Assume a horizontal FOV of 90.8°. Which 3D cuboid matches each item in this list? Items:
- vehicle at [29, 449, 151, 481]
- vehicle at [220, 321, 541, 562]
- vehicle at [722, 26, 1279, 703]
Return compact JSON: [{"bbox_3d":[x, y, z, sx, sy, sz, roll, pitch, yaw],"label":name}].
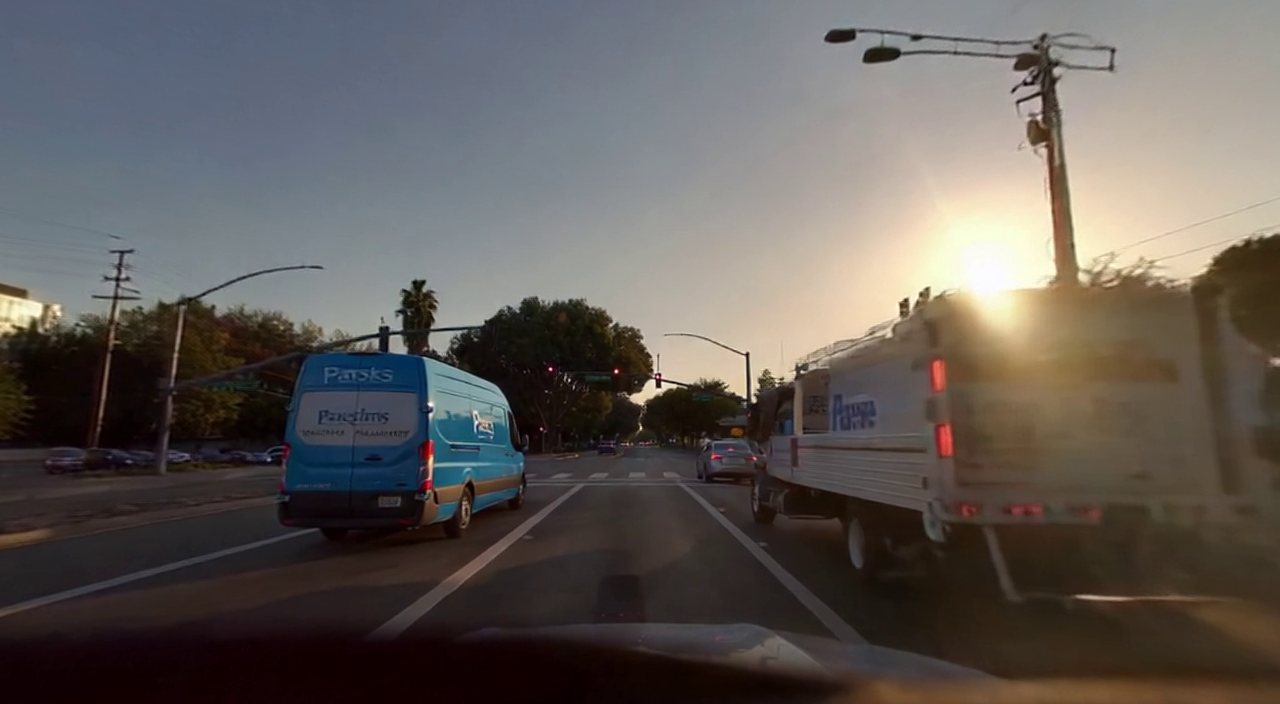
[{"bbox_3d":[-30.945,6.334,35.746,4.811,1.675,1.875,5,-10,-30],"label":"vehicle"},{"bbox_3d":[-3.493,1.514,10.603,2.443,2.784,6.493,0,-9,1],"label":"vehicle"},{"bbox_3d":[3.179,0.735,8.032,2.861,3.525,9.858,0,-9,0],"label":"vehicle"}]
